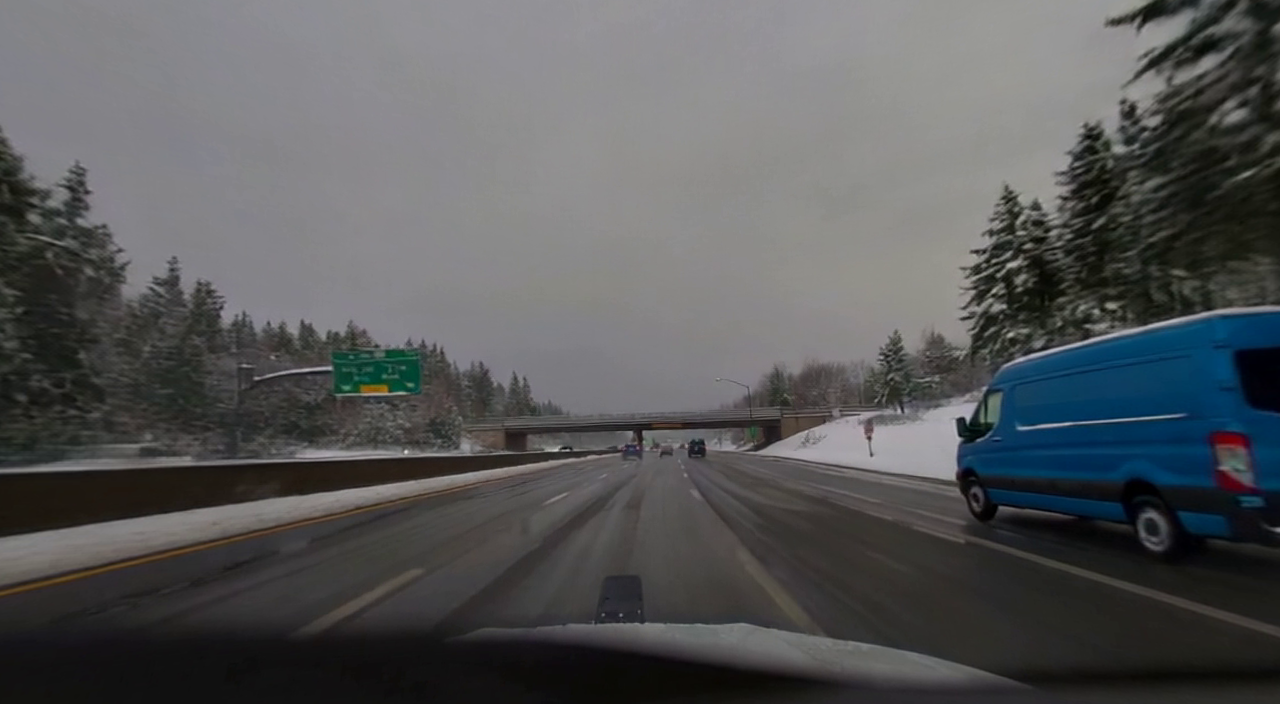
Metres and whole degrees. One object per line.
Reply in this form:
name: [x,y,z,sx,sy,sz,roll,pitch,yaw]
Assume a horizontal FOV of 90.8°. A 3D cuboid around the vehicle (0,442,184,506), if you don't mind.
vehicle: [-16.584,3.538,18.916,2.086,1.630,4.882,0,-9,1]
